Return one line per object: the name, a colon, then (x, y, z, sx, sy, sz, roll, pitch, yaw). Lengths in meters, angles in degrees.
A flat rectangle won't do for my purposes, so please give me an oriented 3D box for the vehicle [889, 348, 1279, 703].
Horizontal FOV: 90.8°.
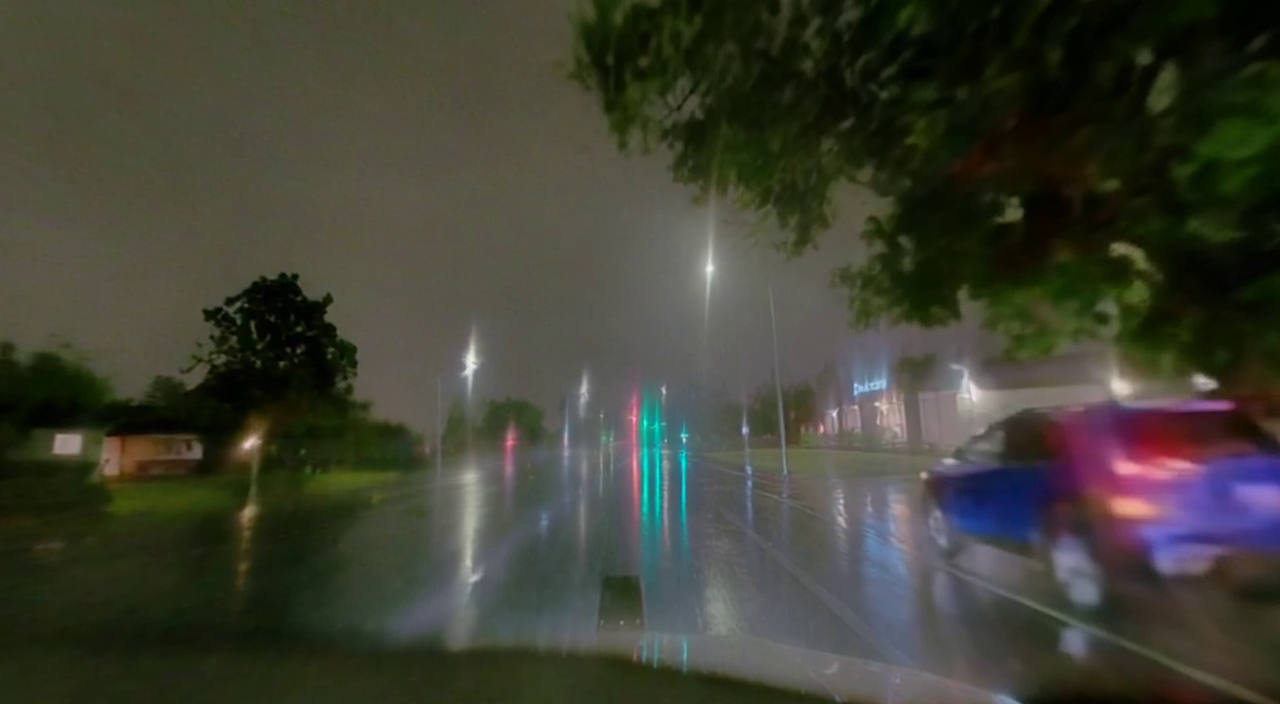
vehicle: (4.293, 1.222, 5.508, 2.228, 1.814, 4.576, 0, -9, -2)
